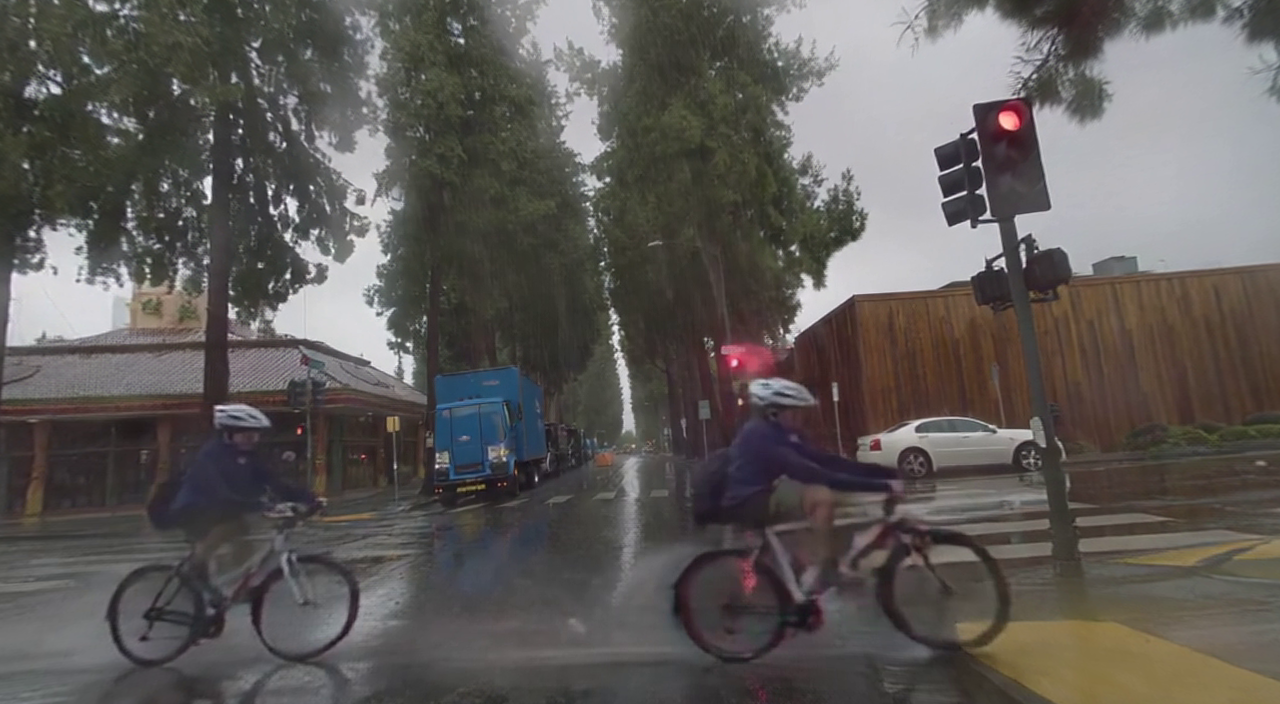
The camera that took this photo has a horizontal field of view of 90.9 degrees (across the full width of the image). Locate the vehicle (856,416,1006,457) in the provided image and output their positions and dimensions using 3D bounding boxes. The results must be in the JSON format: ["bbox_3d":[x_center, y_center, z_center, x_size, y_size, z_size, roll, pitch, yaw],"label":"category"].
[{"bbox_3d":[10.686,3.143,23.427,4.643,1.456,1.820,-1,-8,5],"label":"vehicle"}]

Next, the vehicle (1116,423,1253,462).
[{"bbox_3d":[24.938,4.159,29.023,4.268,1.695,2.053,0,-8,3],"label":"vehicle"}]

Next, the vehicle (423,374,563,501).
[{"bbox_3d":[-5.799,3.720,27.160,3.113,4.041,10.284,-8,-8,0],"label":"vehicle"}]
